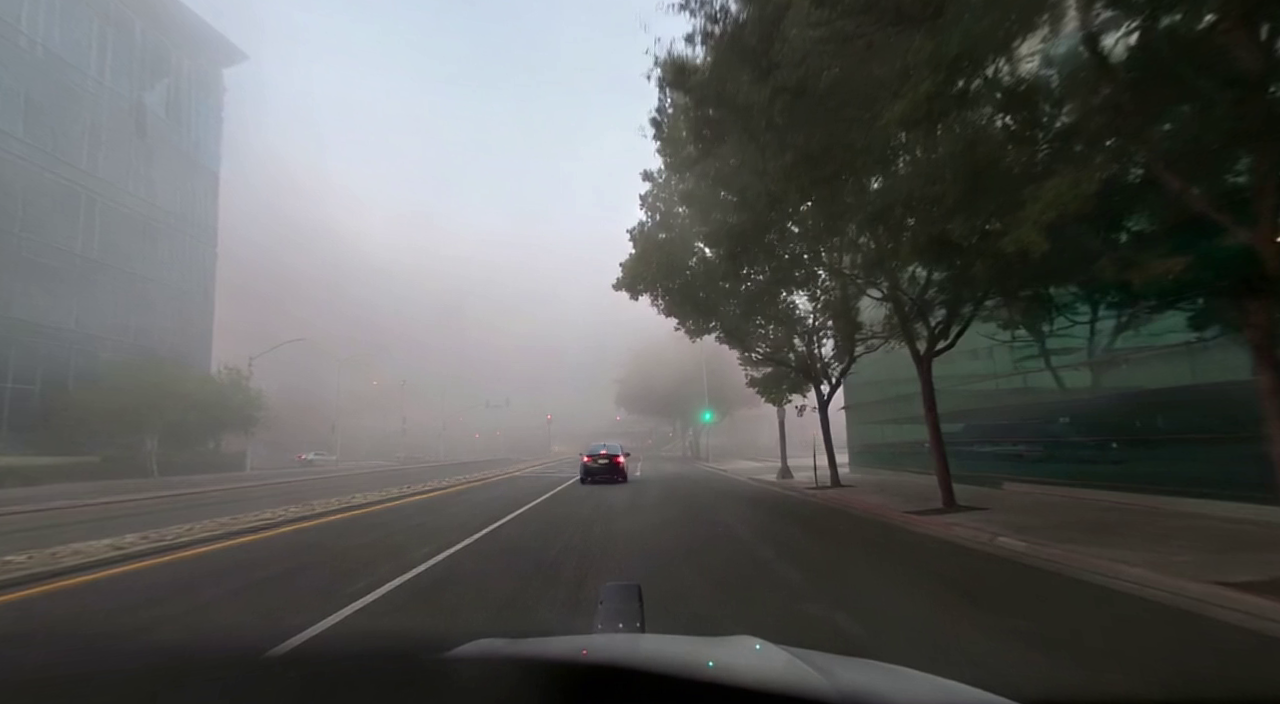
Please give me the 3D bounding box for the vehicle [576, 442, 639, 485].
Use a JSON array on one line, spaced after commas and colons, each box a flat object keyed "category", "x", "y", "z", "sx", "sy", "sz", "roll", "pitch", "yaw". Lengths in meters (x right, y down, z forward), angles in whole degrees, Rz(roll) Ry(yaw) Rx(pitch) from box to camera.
[{"category": "vehicle", "x": -1.175, "y": 4.193, "z": 24.134, "sx": 2.154, "sy": 1.465, "sz": 4.532, "roll": 0, "pitch": -9, "yaw": -1}]
